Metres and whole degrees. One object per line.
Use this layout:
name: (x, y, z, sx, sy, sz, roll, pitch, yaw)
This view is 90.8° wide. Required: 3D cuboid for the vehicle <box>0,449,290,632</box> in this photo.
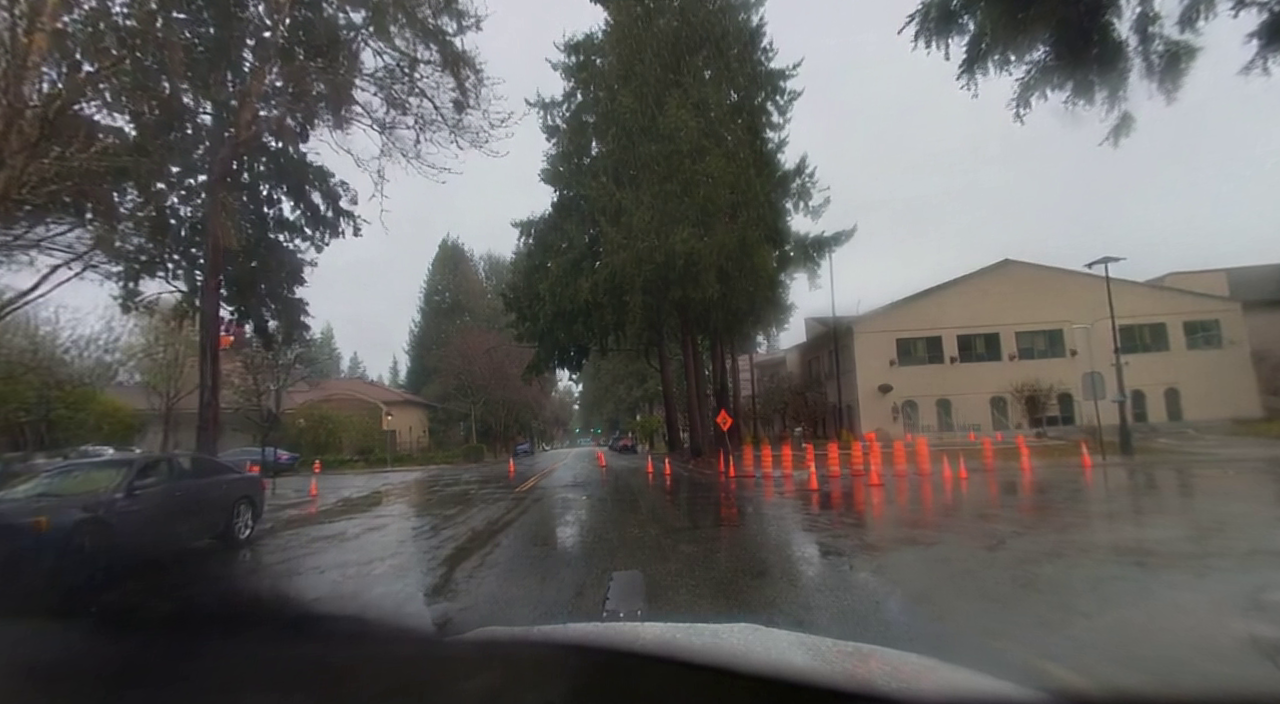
vehicle: (-7.621, 2.029, 7.595, 2.961, 1.701, 7.563, 1, -9, -4)
